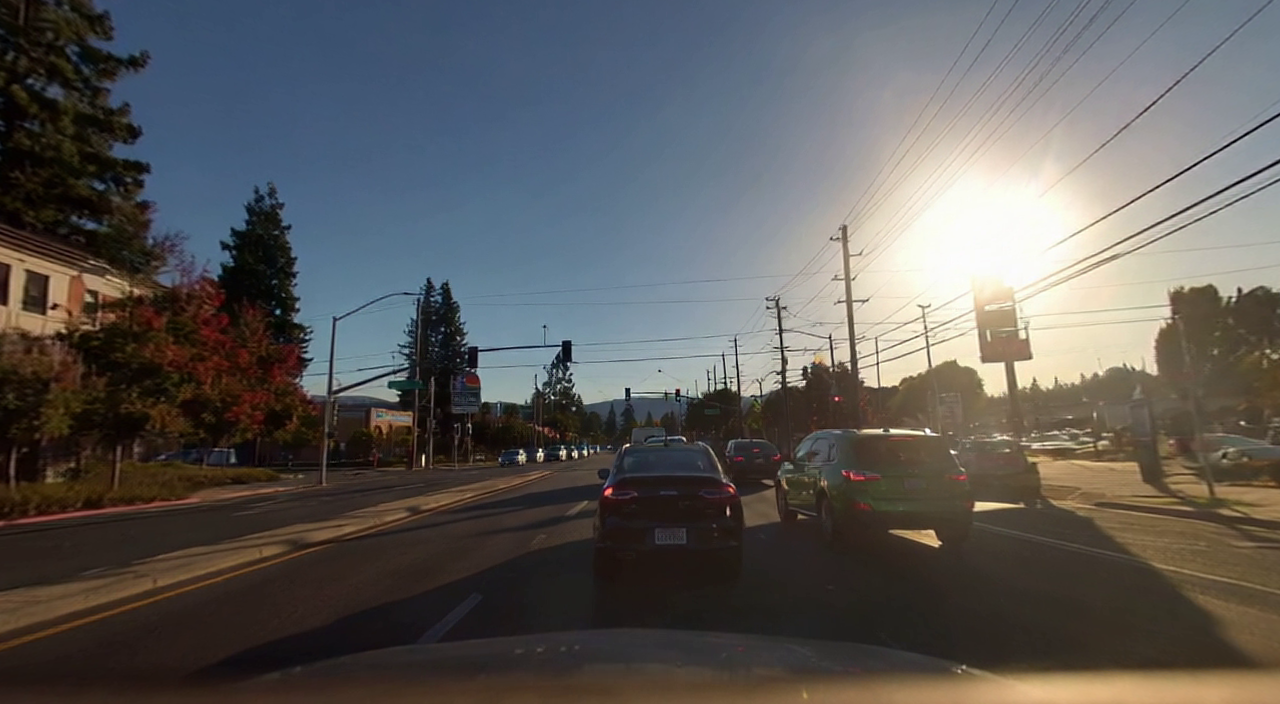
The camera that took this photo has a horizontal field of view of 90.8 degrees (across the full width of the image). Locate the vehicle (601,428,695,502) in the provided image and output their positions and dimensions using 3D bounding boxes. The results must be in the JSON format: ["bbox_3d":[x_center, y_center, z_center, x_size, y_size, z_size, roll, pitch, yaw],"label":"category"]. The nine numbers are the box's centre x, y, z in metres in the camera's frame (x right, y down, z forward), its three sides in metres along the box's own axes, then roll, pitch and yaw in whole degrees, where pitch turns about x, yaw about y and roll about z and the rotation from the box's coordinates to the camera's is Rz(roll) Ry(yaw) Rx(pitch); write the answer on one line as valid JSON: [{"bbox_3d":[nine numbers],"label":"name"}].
[{"bbox_3d":[0.191,2.888,16.491,2.149,1.668,3.962,0,-9,0],"label":"vehicle"}]

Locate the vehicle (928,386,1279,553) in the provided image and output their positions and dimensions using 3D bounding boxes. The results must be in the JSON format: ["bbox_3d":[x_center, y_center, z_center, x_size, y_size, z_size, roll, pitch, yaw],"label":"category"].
[{"bbox_3d":[6.679,1.731,9.852,2.080,1.958,4.653,0,-9,-1],"label":"vehicle"}]

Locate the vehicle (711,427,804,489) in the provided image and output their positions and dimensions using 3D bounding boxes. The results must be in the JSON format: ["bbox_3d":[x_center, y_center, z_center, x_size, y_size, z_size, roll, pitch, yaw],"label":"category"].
[{"bbox_3d":[3.704,3.452,20.812,2.060,1.789,4.712,0,-9,-1],"label":"vehicle"}]

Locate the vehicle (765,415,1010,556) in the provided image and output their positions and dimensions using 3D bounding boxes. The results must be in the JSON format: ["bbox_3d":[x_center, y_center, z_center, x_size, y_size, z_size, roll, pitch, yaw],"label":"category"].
[{"bbox_3d":[3.316,1.883,9.574,1.998,1.620,4.267,0,-9,1],"label":"vehicle"}]
